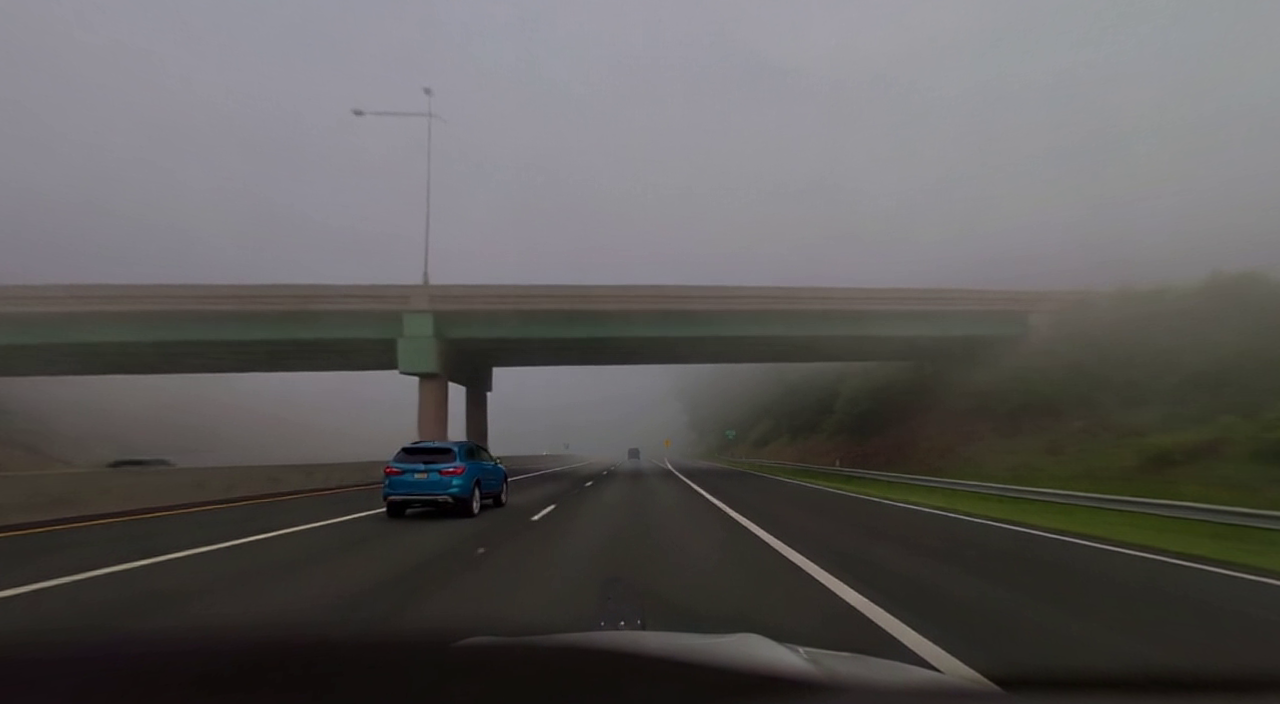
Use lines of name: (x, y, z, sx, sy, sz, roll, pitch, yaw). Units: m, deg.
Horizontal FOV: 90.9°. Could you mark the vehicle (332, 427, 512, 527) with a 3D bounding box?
vehicle: (-4.388, 2.605, 13.708, 2.221, 1.750, 4.706, 0, -9, 0)
